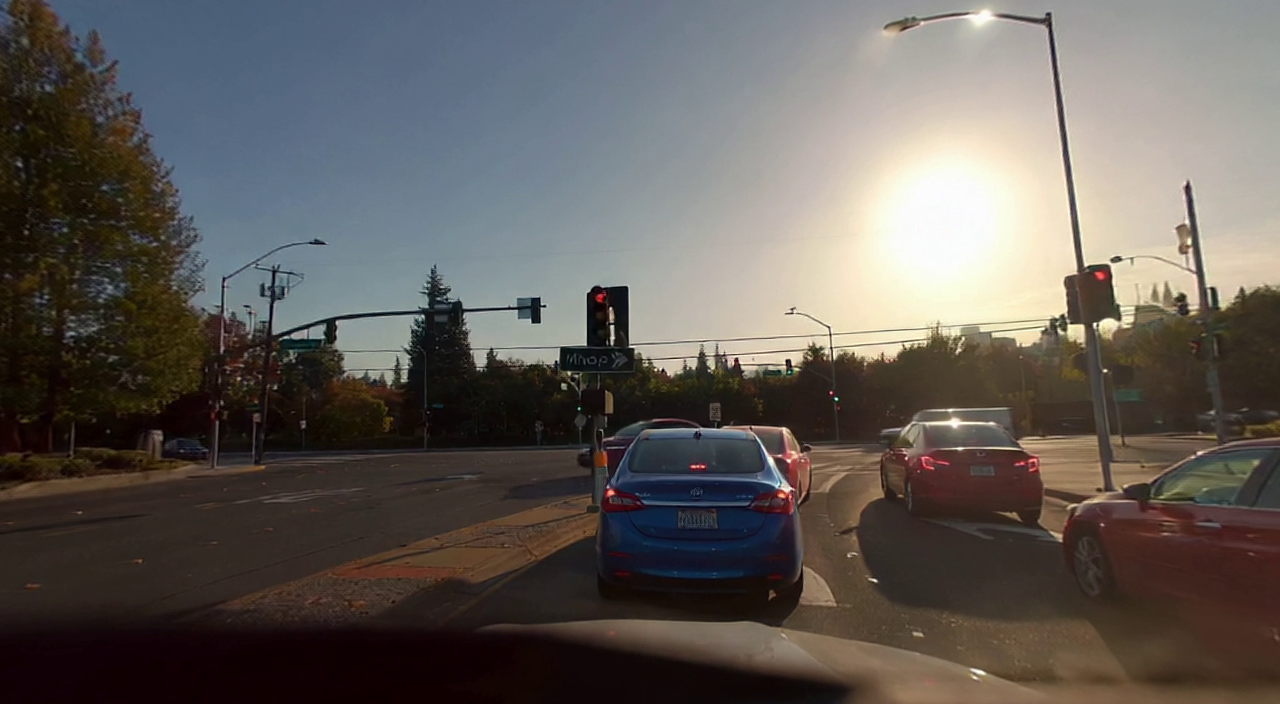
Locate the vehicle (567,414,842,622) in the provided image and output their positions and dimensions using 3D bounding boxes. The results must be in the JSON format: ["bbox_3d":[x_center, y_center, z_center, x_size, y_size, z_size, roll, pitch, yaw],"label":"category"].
[{"bbox_3d":[0.841,1.500,6.696,2.052,1.483,3.928,-2,-8,12],"label":"vehicle"}]

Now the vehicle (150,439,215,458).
[{"bbox_3d":[-35.407,7.443,48.630,1.652,1.433,3.733,-7,-11,40],"label":"vehicle"}]

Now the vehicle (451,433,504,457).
[{"bbox_3d":[-12.506,7.119,48.192,1.972,1.705,4.457,8,-11,-44],"label":"vehicle"}]

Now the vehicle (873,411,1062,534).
[{"bbox_3d":[5.521,2.048,11.296,2.102,1.717,4.373,-2,-9,16],"label":"vehicle"}]

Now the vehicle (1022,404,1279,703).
[{"bbox_3d":[4.237,1.059,3.375,1.954,1.508,4.441,-1,-8,6],"label":"vehicle"}]

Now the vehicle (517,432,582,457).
[{"bbox_3d":[-6.013,6.111,41.569,1.932,1.573,4.509,8,-12,-44],"label":"vehicle"}]
